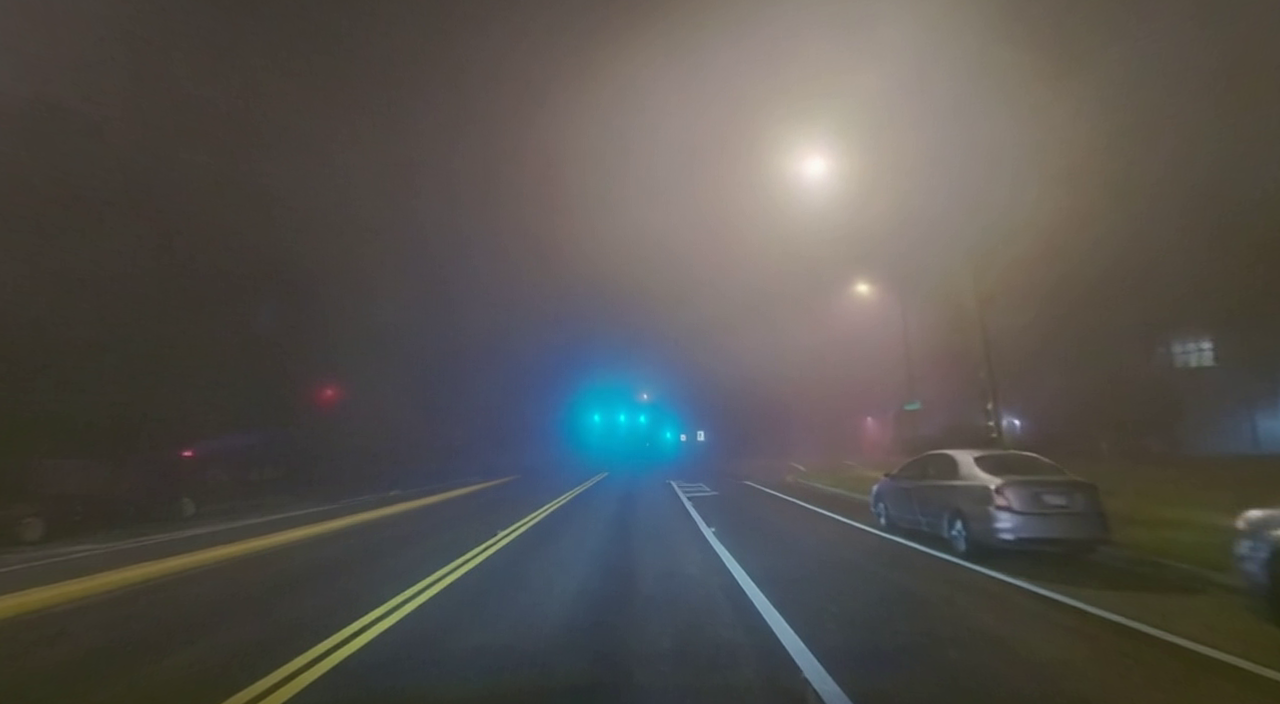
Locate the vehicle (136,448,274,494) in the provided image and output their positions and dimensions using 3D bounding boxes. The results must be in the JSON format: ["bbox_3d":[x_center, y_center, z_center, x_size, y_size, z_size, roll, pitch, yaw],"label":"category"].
[{"bbox_3d":[-20.766,5.689,30.279,5.039,2.037,2.093,-1,-8,1],"label":"vehicle"}]

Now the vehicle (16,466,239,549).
[{"bbox_3d":[-12.504,3.774,15.882,1.851,1.472,4.532,-2,-7,0],"label":"vehicle"}]

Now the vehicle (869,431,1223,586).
[{"bbox_3d":[4.862,1.888,8.538,1.915,1.521,4.375,0,-8,1],"label":"vehicle"}]
